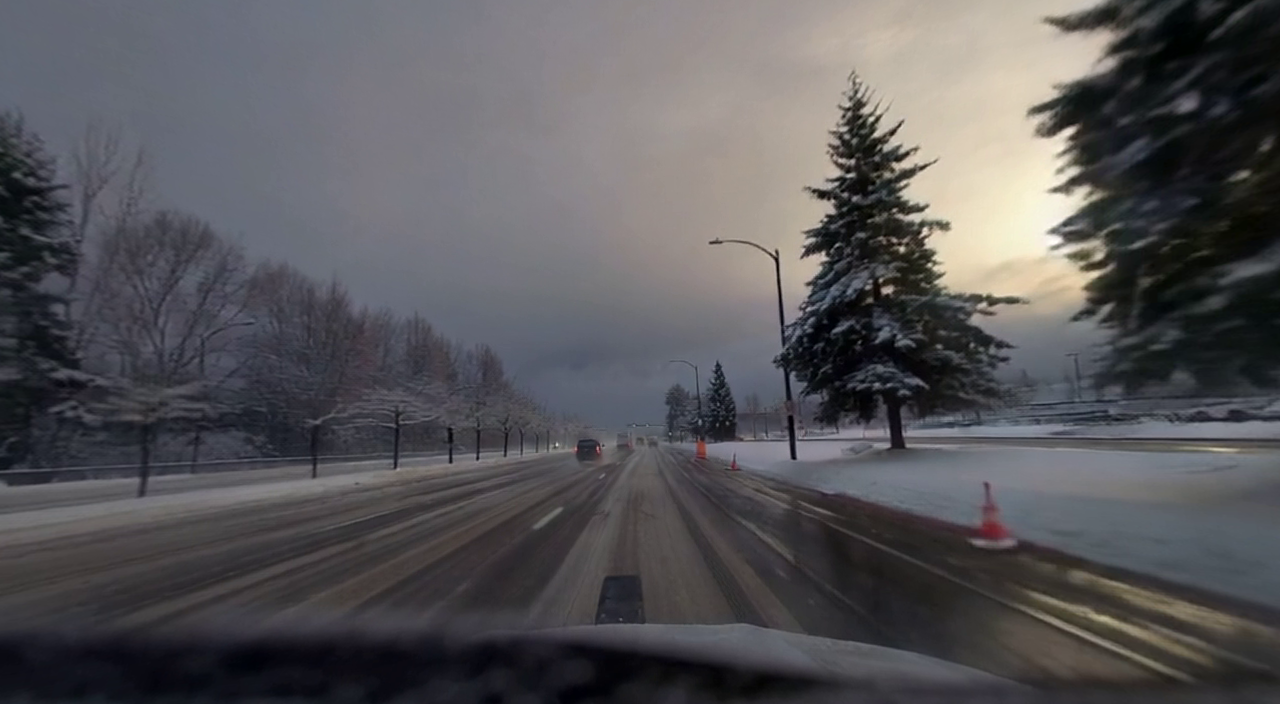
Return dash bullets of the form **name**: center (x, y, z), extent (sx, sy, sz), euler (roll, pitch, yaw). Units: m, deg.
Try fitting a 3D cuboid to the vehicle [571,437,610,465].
- **vehicle**: center (-3.128, 6.361, 40.783), extent (2.121, 1.654, 3.993), euler (0, -8, 0)
